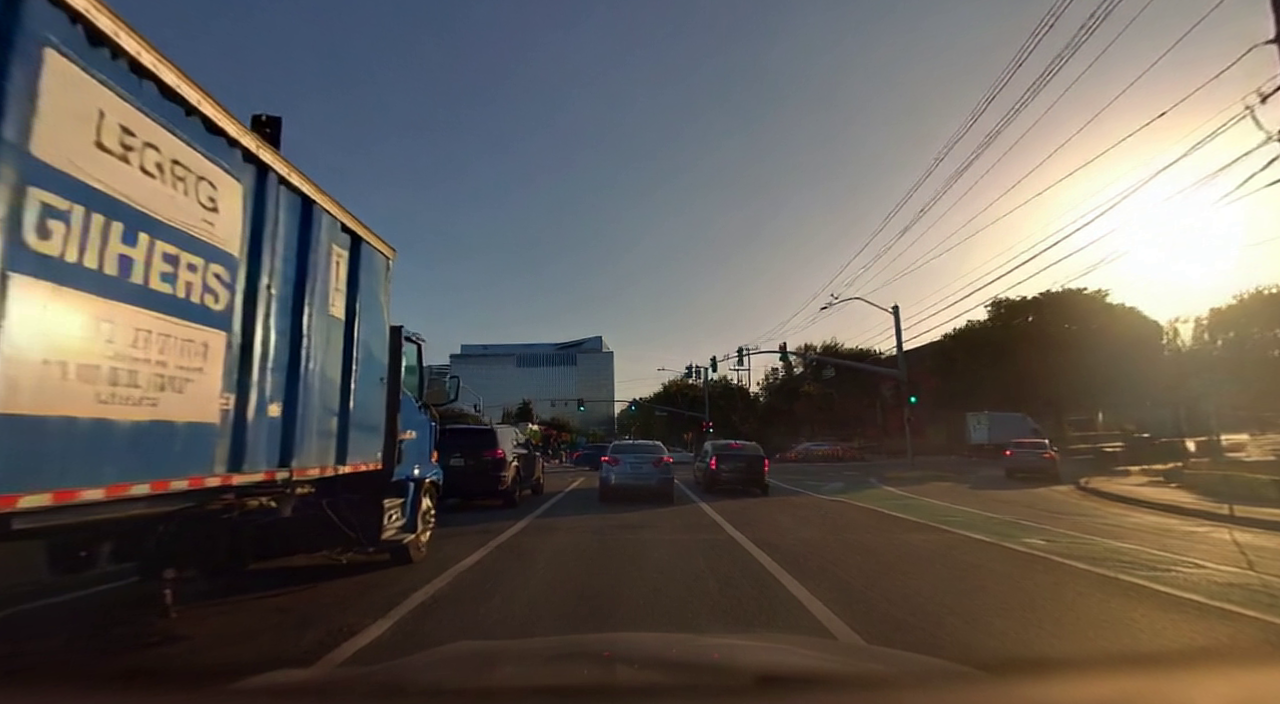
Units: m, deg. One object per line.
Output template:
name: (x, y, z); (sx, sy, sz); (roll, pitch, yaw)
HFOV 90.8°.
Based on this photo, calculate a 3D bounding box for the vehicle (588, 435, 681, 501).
vehicle: (-0.183, 2.964, 16.543); (2.117, 1.499, 4.036); (0, -8, -1)

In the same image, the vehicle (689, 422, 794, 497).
vehicle: (2.698, 3.011, 18.047); (2.086, 1.849, 4.607); (0, -8, -2)

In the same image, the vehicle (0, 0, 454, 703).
vehicle: (-3.379, 0.080, 2.616); (2.889, 3.347, 8.285); (0, -8, -2)

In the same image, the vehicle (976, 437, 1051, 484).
vehicle: (14.522, 4.199, 24.792); (2.102, 1.662, 4.533); (-4, -9, 26)

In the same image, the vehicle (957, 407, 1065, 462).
vehicle: (24.997, 5.567, 42.516); (6.670, 3.450, 2.666); (4, -9, -24)

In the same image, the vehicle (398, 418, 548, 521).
vehicle: (-3.300, 2.424, 13.556); (1.994, 1.806, 4.564); (0, -8, -1)

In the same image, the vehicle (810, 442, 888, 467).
vehicle: (13.286, 6.503, 40.150); (4.423, 1.495, 1.849); (3, -9, -19)
